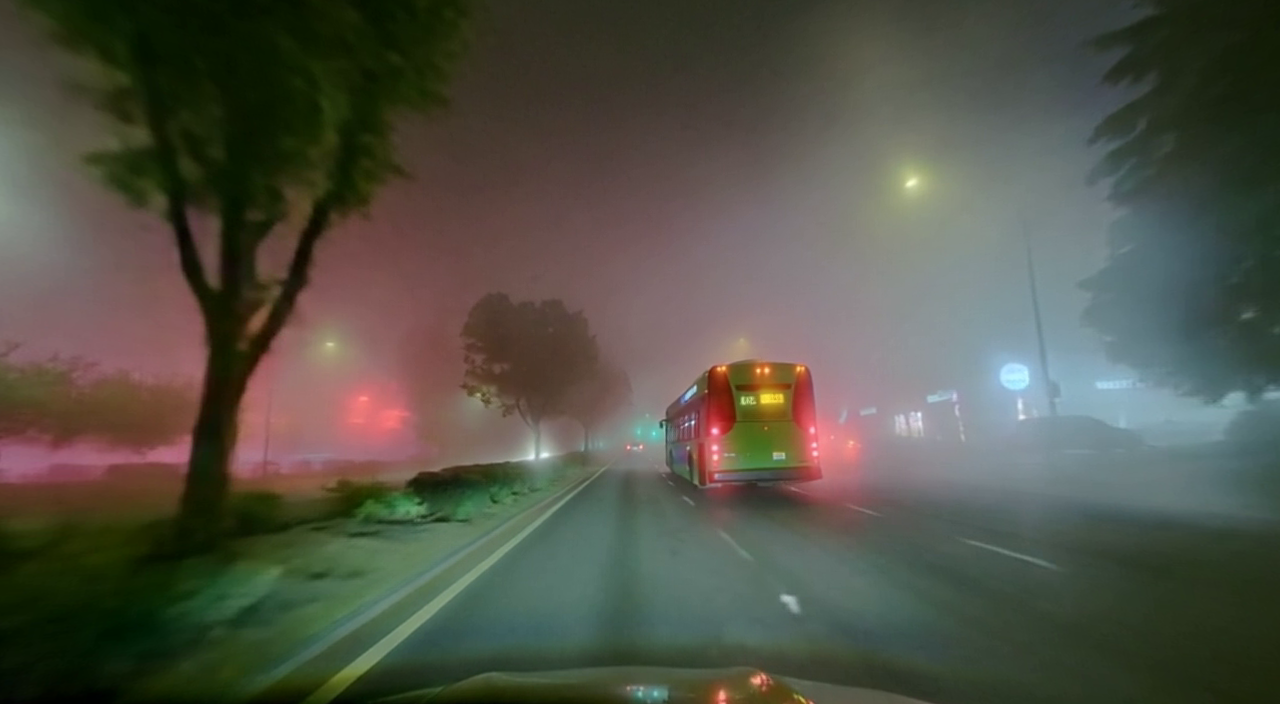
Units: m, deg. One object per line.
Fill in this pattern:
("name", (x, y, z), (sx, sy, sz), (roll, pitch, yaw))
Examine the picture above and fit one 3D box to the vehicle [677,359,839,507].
("vehicle", (2.907, 2.478, 18.808), (2.766, 3.306, 9.281), (0, -8, -2))
